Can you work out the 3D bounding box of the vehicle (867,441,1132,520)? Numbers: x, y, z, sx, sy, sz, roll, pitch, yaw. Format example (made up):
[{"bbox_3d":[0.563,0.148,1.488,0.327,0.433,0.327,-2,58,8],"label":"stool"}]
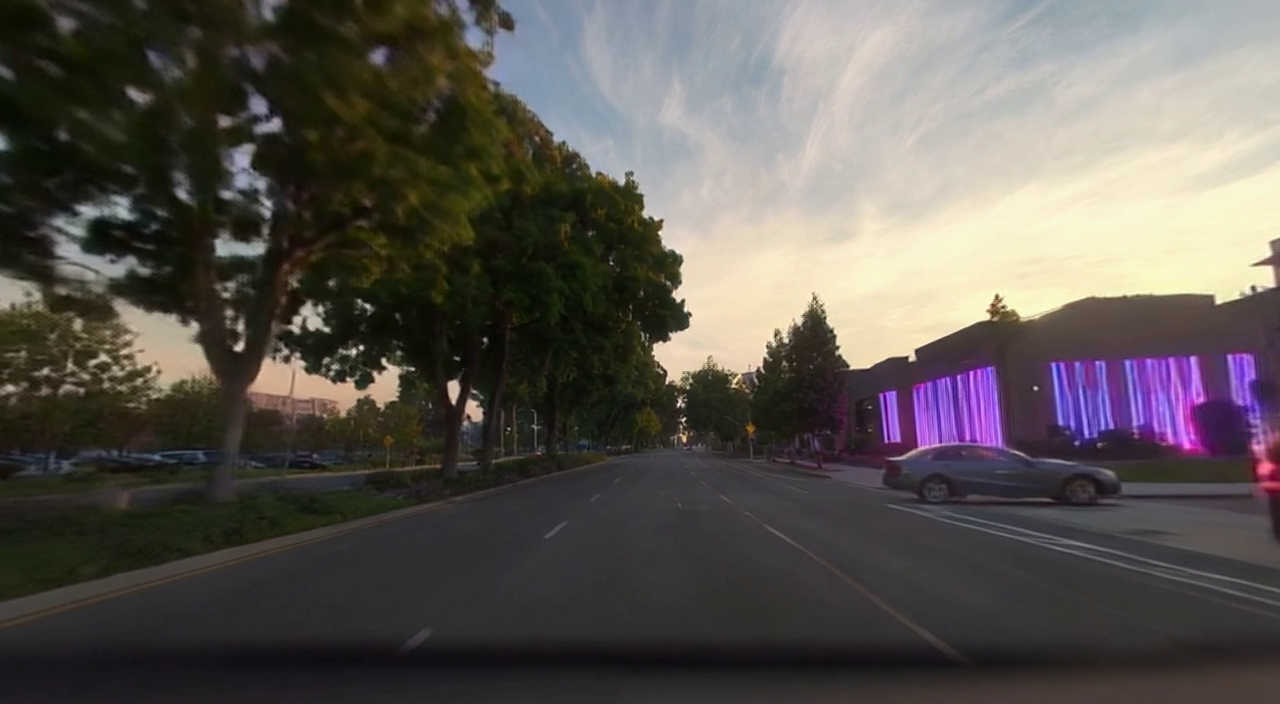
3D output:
[{"bbox_3d":[7.751,2.780,14.150,4.733,1.499,2.000,-4,-10,26],"label":"vehicle"}]

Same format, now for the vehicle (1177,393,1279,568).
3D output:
[{"bbox_3d":[9.831,1.569,8.001,5.157,1.991,2.477,4,-9,-25],"label":"vehicle"}]
